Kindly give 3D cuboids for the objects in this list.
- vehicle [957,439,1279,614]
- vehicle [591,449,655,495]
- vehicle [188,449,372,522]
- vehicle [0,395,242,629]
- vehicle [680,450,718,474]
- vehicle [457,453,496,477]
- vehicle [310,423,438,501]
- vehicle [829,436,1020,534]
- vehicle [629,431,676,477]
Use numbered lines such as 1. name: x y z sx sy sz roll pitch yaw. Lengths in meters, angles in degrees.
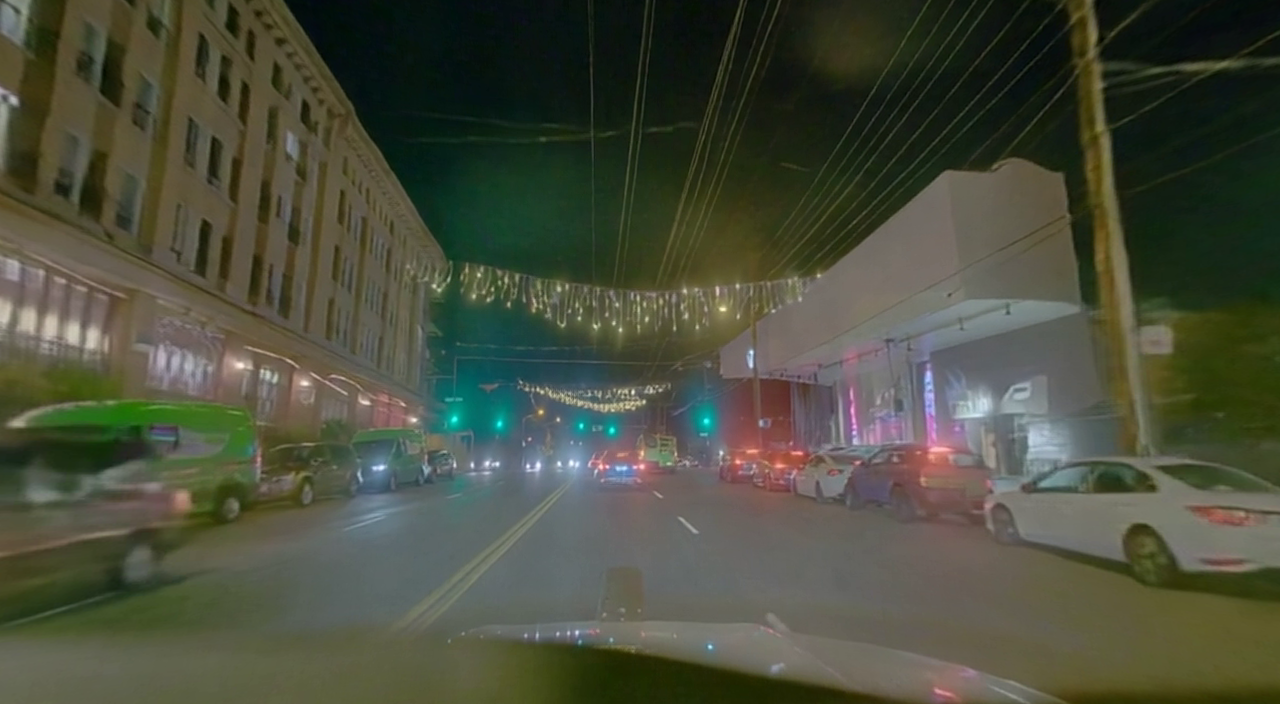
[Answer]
1. vehicle: 5.802 1.820 7.533 1.943 1.507 3.816 0 -8 -2
2. vehicle: -0.702 4.303 23.056 2.112 1.464 4.411 0 -8 -4
3. vehicle: -10.113 3.750 18.492 2.256 1.722 5.644 0 -8 -3
4. vehicle: -6.598 1.463 6.055 2.456 1.935 4.769 0 -8 -1
5. vehicle: 3.989 7.512 43.391 1.824 1.481 4.057 1 -8 -6
6. vehicle: -11.941 8.251 46.328 1.962 1.529 4.109 1 -8 -3
7. vehicle: -10.348 4.319 25.299 2.724 2.739 5.663 0 -8 -1
8. vehicle: 5.677 2.665 13.363 1.876 1.692 4.492 0 -8 -1
9. vehicle: 0.862 6.287 39.293 2.649 2.583 5.800 -1 -8 3
